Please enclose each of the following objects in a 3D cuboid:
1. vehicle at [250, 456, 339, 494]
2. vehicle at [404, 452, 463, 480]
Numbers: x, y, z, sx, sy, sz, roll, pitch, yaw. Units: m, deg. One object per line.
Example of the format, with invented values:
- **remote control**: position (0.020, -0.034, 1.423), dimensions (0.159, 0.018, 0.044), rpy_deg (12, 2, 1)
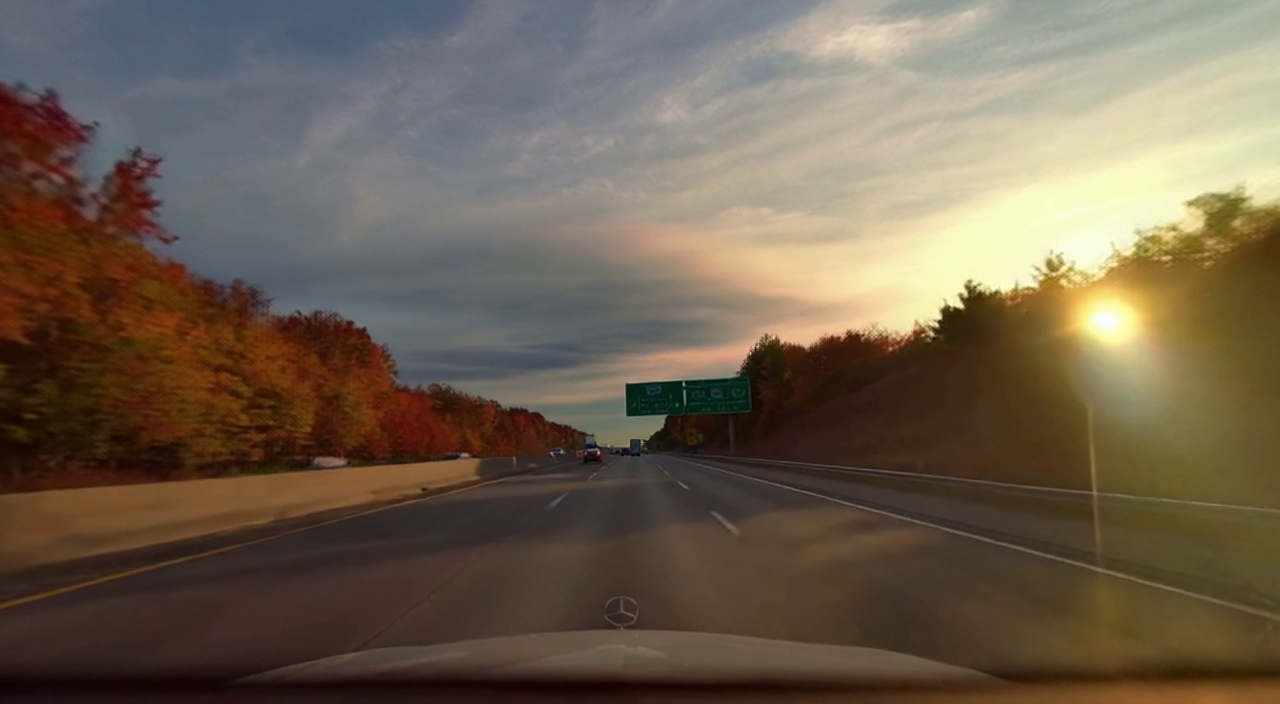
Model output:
- **vehicle**: position (-15.054, 5.363, 27.530), dimensions (1.750, 1.478, 3.765), rpy_deg (0, -9, 0)
- **vehicle**: position (-11.426, 6.315, 34.903), dimensions (1.879, 1.458, 3.974), rpy_deg (0, -9, 1)
